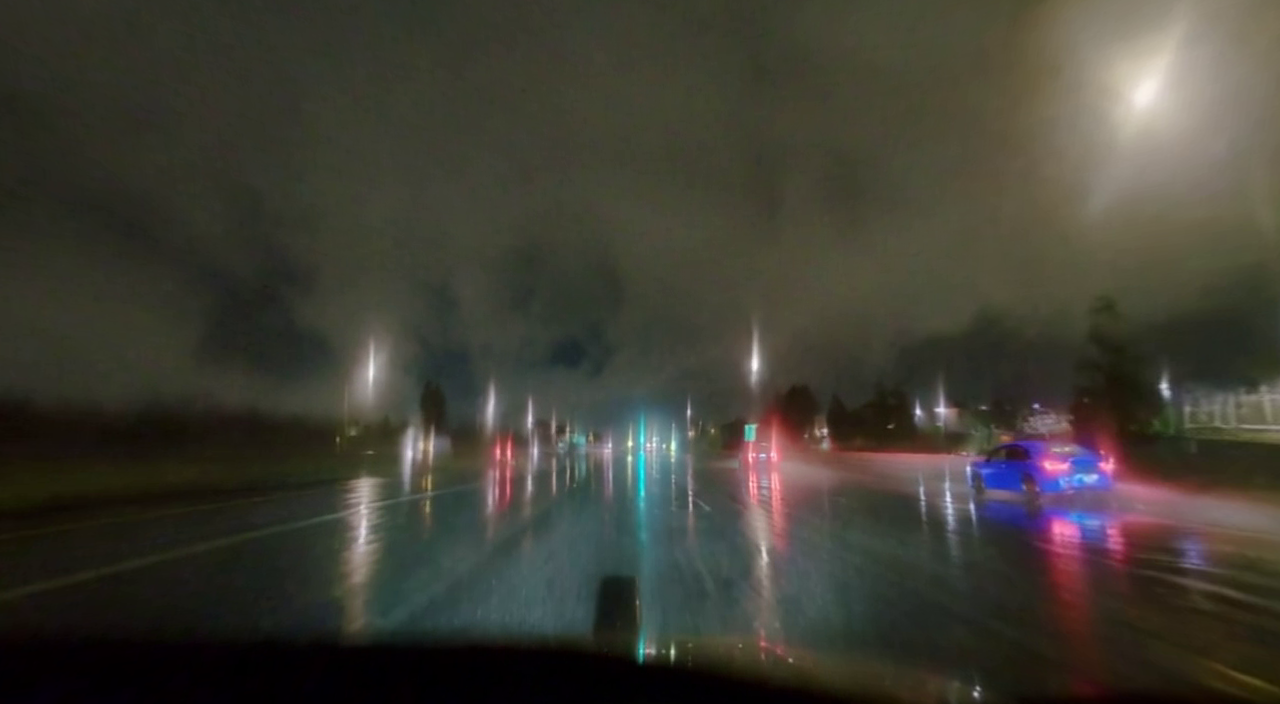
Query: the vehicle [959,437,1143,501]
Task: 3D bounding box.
[{"bbox_3d":[10.996,3.141,17.419,1.985,1.493,4.486,0,-9,-1],"label":"vehicle"}]
